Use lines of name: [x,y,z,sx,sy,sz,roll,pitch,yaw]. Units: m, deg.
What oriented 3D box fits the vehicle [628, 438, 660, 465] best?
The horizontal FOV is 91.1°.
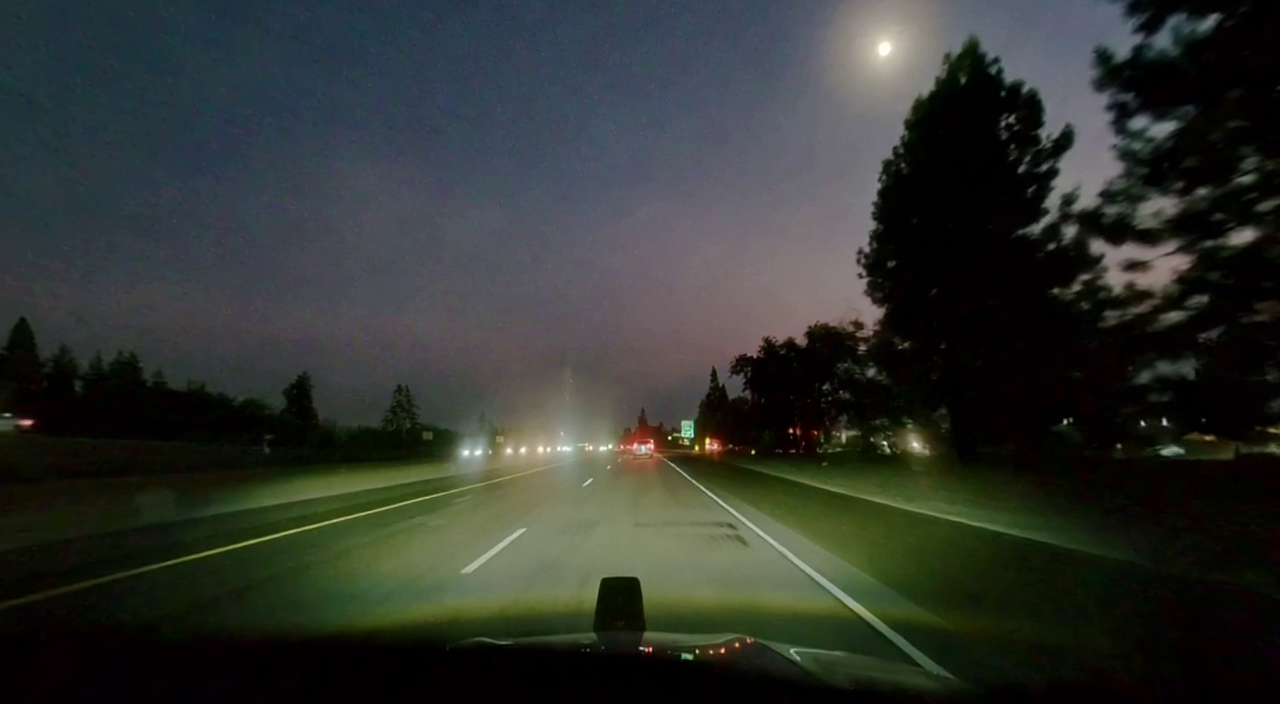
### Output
vehicle: [0.234,6.511,41.118,2.029,1.666,4.064,0,-8,0]
